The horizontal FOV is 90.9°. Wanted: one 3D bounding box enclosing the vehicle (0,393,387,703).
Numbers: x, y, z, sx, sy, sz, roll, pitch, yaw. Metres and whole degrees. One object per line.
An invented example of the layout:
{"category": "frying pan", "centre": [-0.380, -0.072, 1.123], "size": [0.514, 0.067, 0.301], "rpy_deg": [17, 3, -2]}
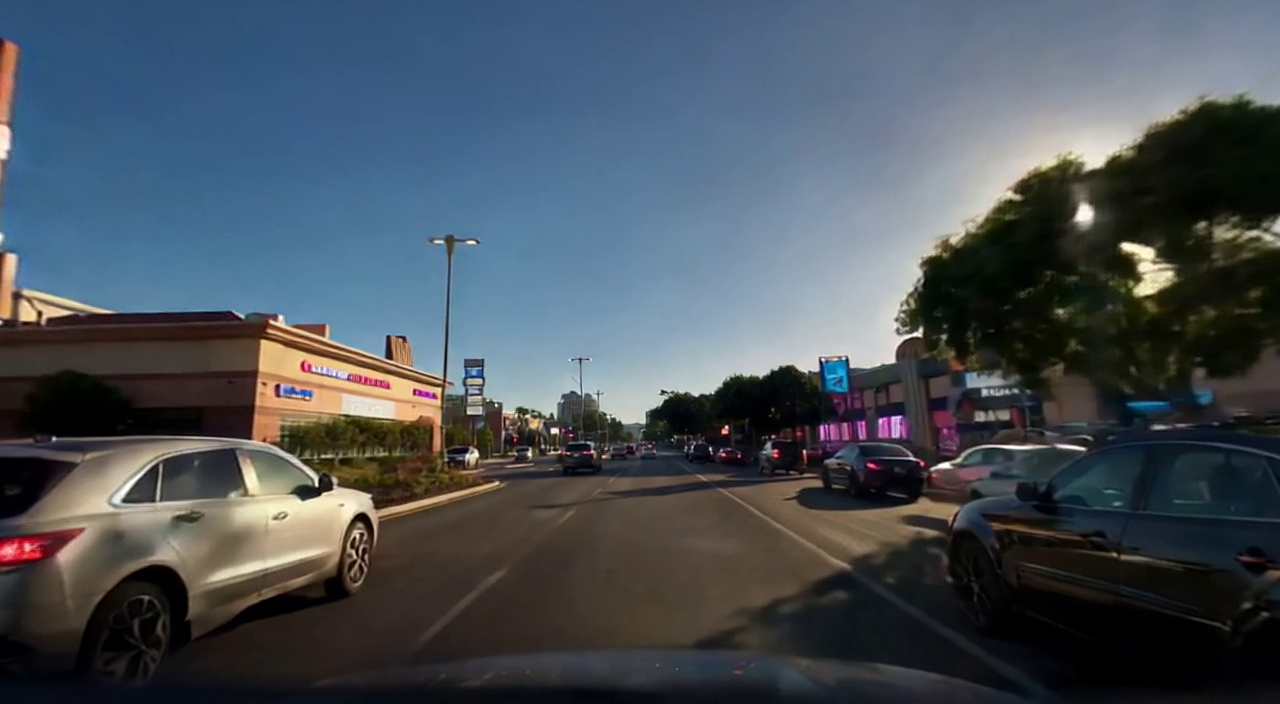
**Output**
{"category": "vehicle", "centre": [-3.597, 1.095, 3.637], "size": [2.155, 1.504, 4.776], "rpy_deg": [-1, -8, 2]}

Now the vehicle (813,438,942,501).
{"category": "vehicle", "centre": [7.055, 3.504, 19.293], "size": [2.077, 1.666, 4.342], "rpy_deg": [0, -8, -3]}

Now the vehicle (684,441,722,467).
{"category": "vehicle", "centre": [4.205, 6.890, 42.711], "size": [2.007, 1.683, 4.171], "rpy_deg": [0, -8, -2]}

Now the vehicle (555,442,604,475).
{"category": "vehicle", "centre": [-2.889, 5.201, 31.040], "size": [1.917, 1.511, 4.436], "rpy_deg": [0, -8, 1]}

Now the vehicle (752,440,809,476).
{"category": "vehicle", "centre": [7.652, 5.798, 34.778], "size": [2.003, 1.789, 4.718], "rpy_deg": [0, -8, -1]}

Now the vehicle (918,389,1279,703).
{"category": "vehicle", "centre": [3.344, 0.995, 3.007], "size": [1.981, 1.499, 4.536], "rpy_deg": [0, -8, 0]}
